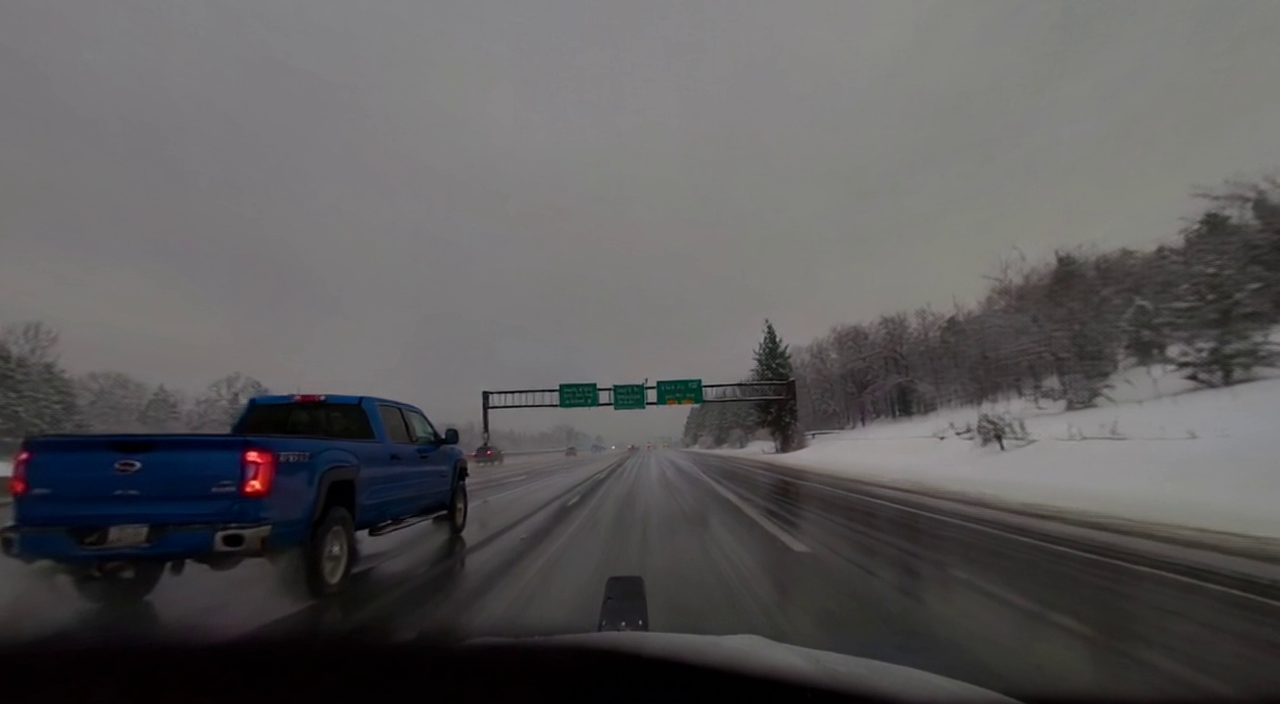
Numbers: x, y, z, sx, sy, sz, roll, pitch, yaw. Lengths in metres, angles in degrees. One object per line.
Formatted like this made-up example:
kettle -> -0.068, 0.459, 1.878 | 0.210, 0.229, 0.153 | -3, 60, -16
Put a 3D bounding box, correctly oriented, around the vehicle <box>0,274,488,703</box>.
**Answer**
vehicle -> -3.526, 1.115, 5.843 | 2.601, 2.084, 6.068 | 0, -8, 1
